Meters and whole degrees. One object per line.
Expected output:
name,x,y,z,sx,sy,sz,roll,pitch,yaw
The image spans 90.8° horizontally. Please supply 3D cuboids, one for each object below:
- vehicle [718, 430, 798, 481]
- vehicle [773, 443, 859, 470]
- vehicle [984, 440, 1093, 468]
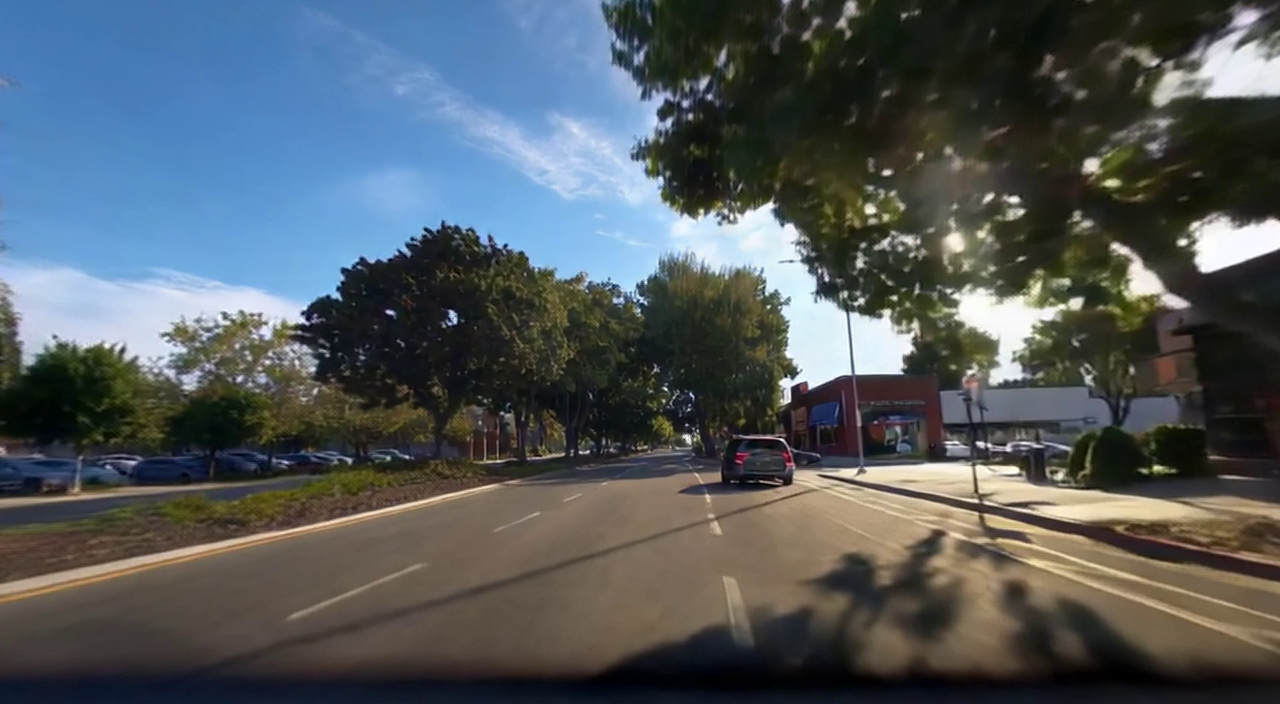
vehicle,5.237,4.443,27.443,2.477,1.991,5.157,-3,-9,20
vehicle,10.415,6.180,37.460,4.733,1.499,2.000,-3,-9,17
vehicle,22.168,5.703,35.308,4.698,1.465,1.914,-1,-8,7
